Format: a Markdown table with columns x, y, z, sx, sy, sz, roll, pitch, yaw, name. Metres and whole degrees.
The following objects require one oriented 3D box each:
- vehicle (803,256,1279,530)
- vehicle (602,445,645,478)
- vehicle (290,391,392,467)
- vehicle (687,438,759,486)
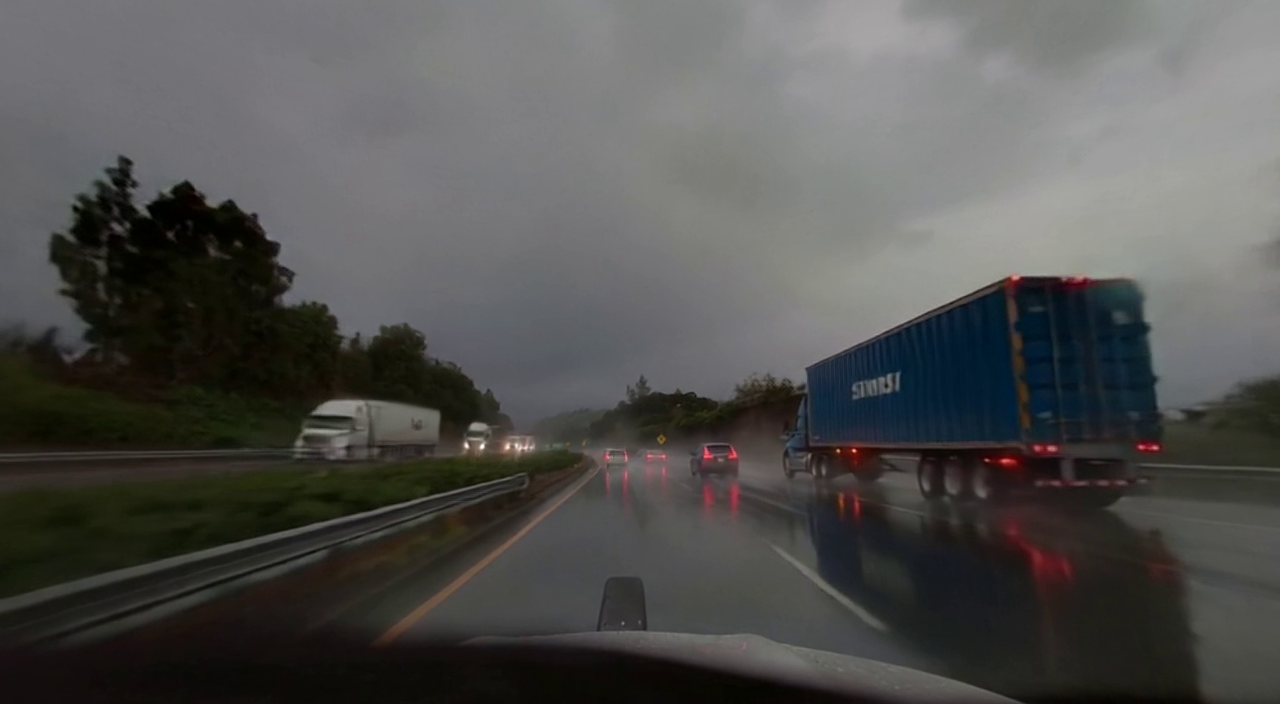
| x | y | z | sx | sy | sz | roll | pitch | yaw | name |
| --- | --- | --- | --- | --- | --- | --- | --- | --- | --- |
| 7.685 | 1.624 | 16.196 | 2.965 | 3.990 | 14.227 | 0 | -9 | -1 | vehicle |
| -0.843 | 5.414 | 31.463 | 2.050 | 1.534 | 3.771 | 0 | -9 | -2 | vehicle |
| -16.950 | 4.523 | 36.288 | 2.948 | 4.008 | 5.870 | 0 | -9 | -1 | vehicle |
| 3.000 | 4.064 | 23.589 | 2.013 | 1.623 | 3.916 | 0 | -9 | -2 | vehicle |
